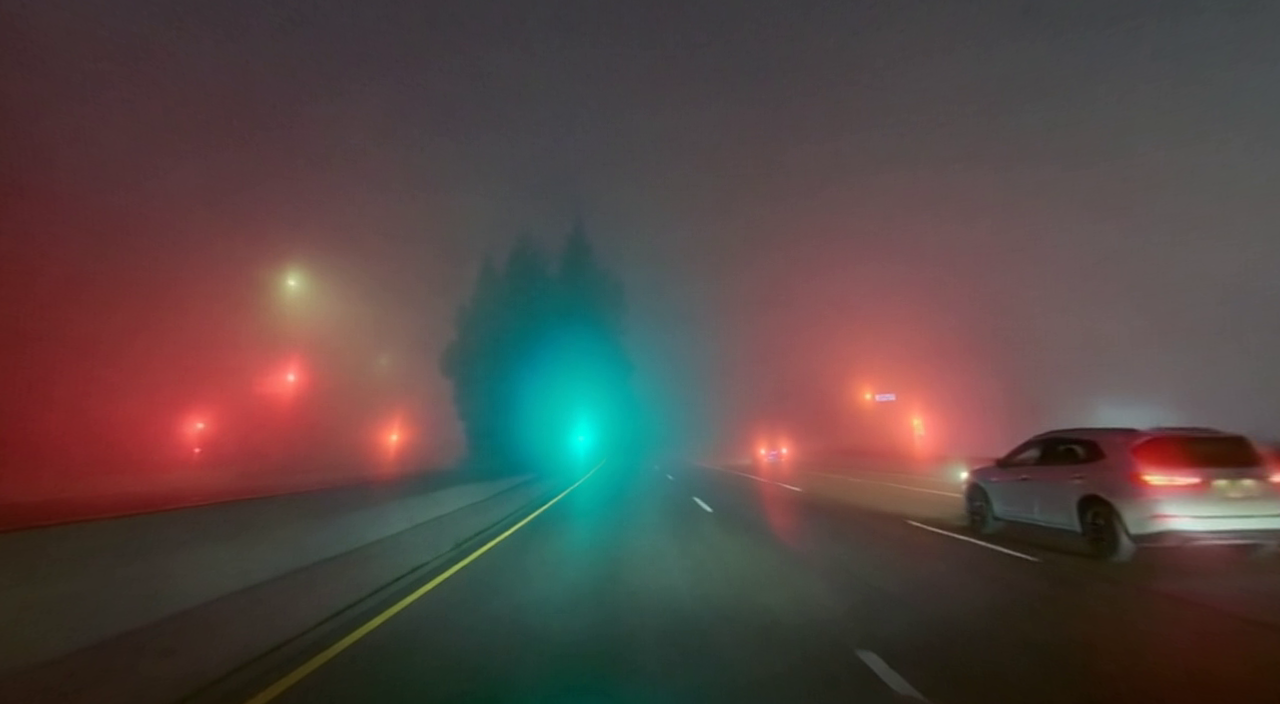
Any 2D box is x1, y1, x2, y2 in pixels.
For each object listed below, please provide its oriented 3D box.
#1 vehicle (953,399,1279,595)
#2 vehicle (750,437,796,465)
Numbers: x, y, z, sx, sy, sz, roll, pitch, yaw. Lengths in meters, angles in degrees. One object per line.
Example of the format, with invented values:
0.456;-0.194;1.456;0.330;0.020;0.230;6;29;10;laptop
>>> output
6.188;1.601;7.853;2.066;1.683;4.675;0;-9;-1;vehicle
9.497;7.109;45.314;2.170;1.830;4.720;0;-9;-1;vehicle
